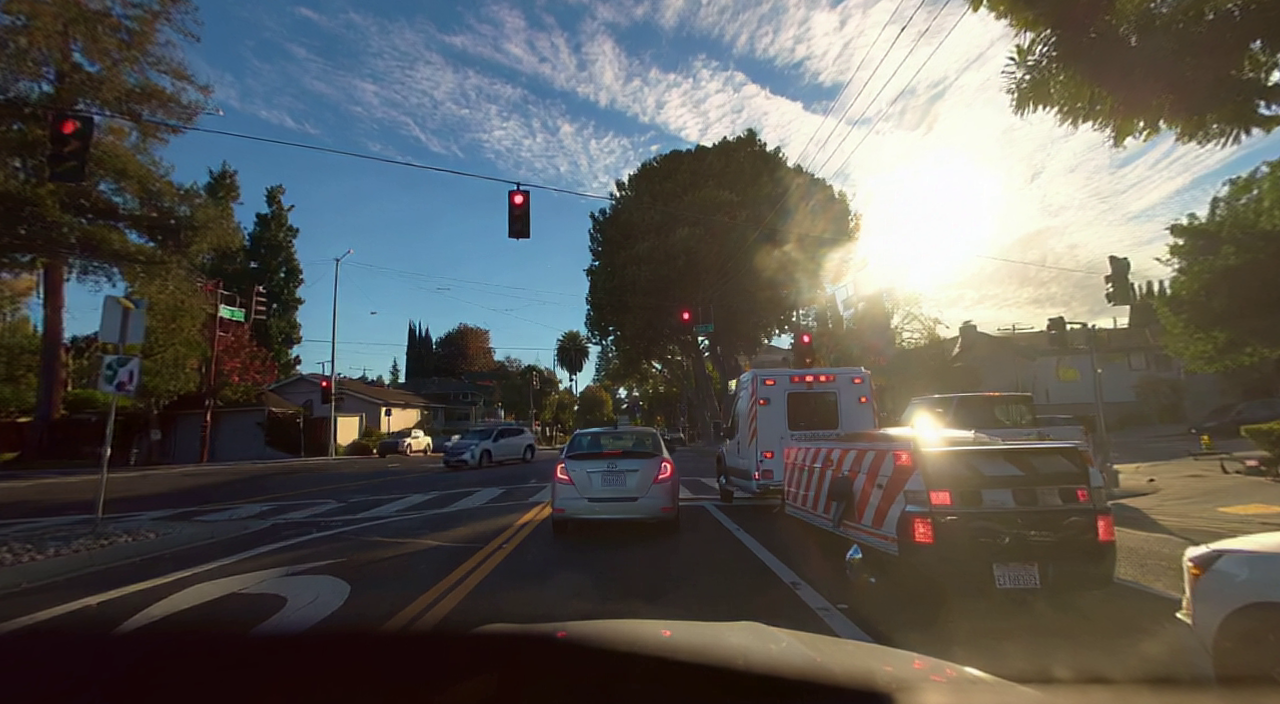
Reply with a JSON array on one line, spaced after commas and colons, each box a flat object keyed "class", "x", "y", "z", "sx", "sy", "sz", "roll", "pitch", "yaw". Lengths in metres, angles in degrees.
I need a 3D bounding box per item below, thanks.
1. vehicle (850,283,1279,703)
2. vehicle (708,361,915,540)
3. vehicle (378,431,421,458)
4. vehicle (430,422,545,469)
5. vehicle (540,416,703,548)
[{"class": "vehicle", "x": 2.844, "y": 0.896, "z": 2.865, "sx": 2.194, "sy": 1.820, "sz": 4.652, "roll": 0, "pitch": -8, "yaw": 0}, {"class": "vehicle", "x": 2.882, "y": 1.879, "z": 12.376, "sx": 2.406, "sy": 2.687, "sz": 5.521, "roll": 0, "pitch": -8, "yaw": -1}, {"class": "vehicle", "x": -17.754, "y": 6.872, "z": 46.868, "sx": 2.246, "sy": 1.880, "sz": 4.454, "roll": 1, "pitch": -8, "yaw": -12}, {"class": "vehicle", "x": -6.959, "y": 4.392, "z": 29.700, "sx": 2.349, "sy": 1.988, "sz": 5.813, "roll": -4, "pitch": -9, "yaw": 21}, {"class": "vehicle", "x": -0.274, "y": 1.973, "z": 10.189, "sx": 2.114, "sy": 1.707, "sz": 3.725, "roll": 0, "pitch": -8, "yaw": -1}]
